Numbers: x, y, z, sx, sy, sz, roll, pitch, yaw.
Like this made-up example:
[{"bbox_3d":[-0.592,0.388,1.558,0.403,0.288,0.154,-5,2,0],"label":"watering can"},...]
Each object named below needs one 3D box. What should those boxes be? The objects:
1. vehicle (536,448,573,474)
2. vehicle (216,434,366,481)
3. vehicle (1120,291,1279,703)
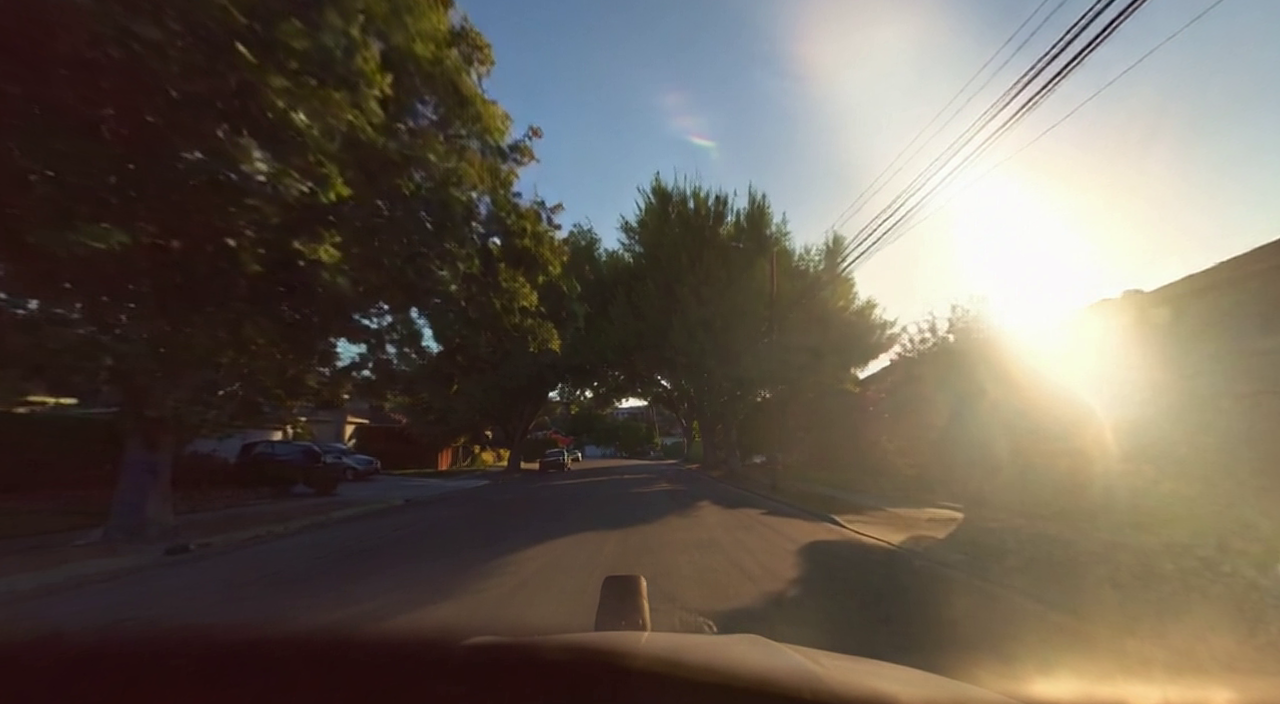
[{"bbox_3d":[-6.025,7.742,44.548,1.998,1.742,4.210,0,-9,1],"label":"vehicle"},{"bbox_3d":[-14.429,4.392,26.234,4.928,1.844,2.163,0,-9,-3],"label":"vehicle"},{"bbox_3d":[3.161,0.502,0.183,2.122,1.997,4.800,0,-9,-1],"label":"vehicle"}]
